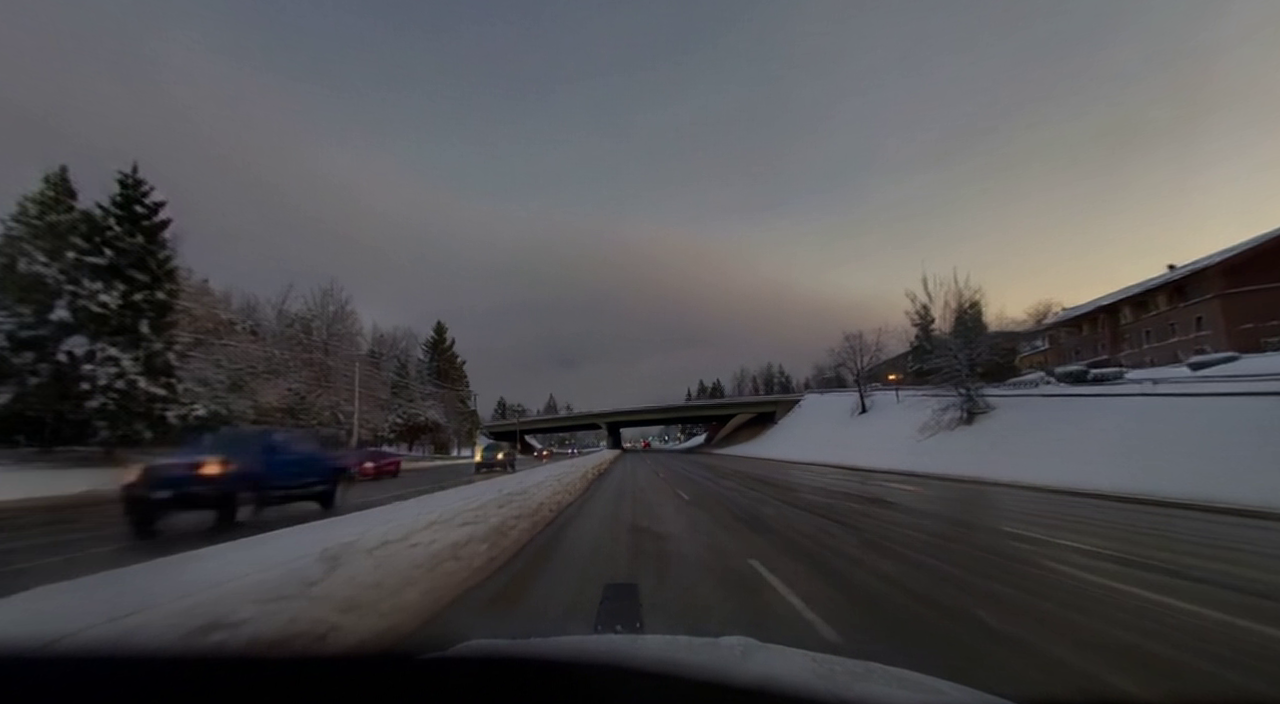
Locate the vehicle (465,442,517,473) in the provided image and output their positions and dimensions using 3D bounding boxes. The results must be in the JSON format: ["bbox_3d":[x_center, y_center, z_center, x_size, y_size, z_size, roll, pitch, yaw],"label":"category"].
[{"bbox_3d":[-8.673,6.190,37.238,2.017,1.666,4.293,0,-9,0],"label":"vehicle"}]

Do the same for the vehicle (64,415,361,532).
[{"bbox_3d":[-8.587,2.509,13.736,2.312,1.970,5.878,0,-9,0],"label":"vehicle"}]

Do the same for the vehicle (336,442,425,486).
[{"bbox_3d":[-11.870,5.108,29.295,2.123,1.769,4.886,-2,-8,-1],"label":"vehicle"}]
